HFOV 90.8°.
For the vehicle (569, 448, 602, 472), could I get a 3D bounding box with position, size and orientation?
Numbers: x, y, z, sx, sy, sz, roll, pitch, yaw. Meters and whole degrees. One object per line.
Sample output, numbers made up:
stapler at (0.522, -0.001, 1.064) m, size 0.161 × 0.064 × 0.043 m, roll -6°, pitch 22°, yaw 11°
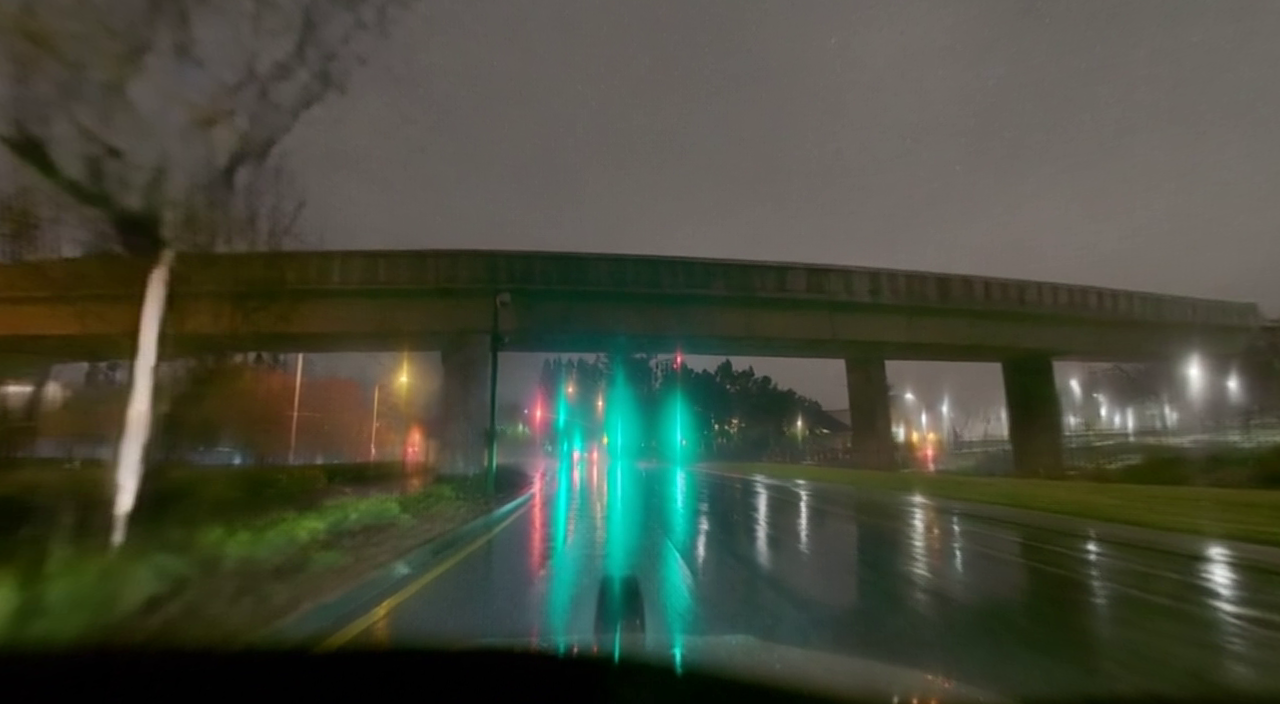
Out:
vehicle at (-4.185, 8.132, 47.826) m, size 2.184 × 1.713 × 4.231 m, roll 1°, pitch -9°, yaw -9°
